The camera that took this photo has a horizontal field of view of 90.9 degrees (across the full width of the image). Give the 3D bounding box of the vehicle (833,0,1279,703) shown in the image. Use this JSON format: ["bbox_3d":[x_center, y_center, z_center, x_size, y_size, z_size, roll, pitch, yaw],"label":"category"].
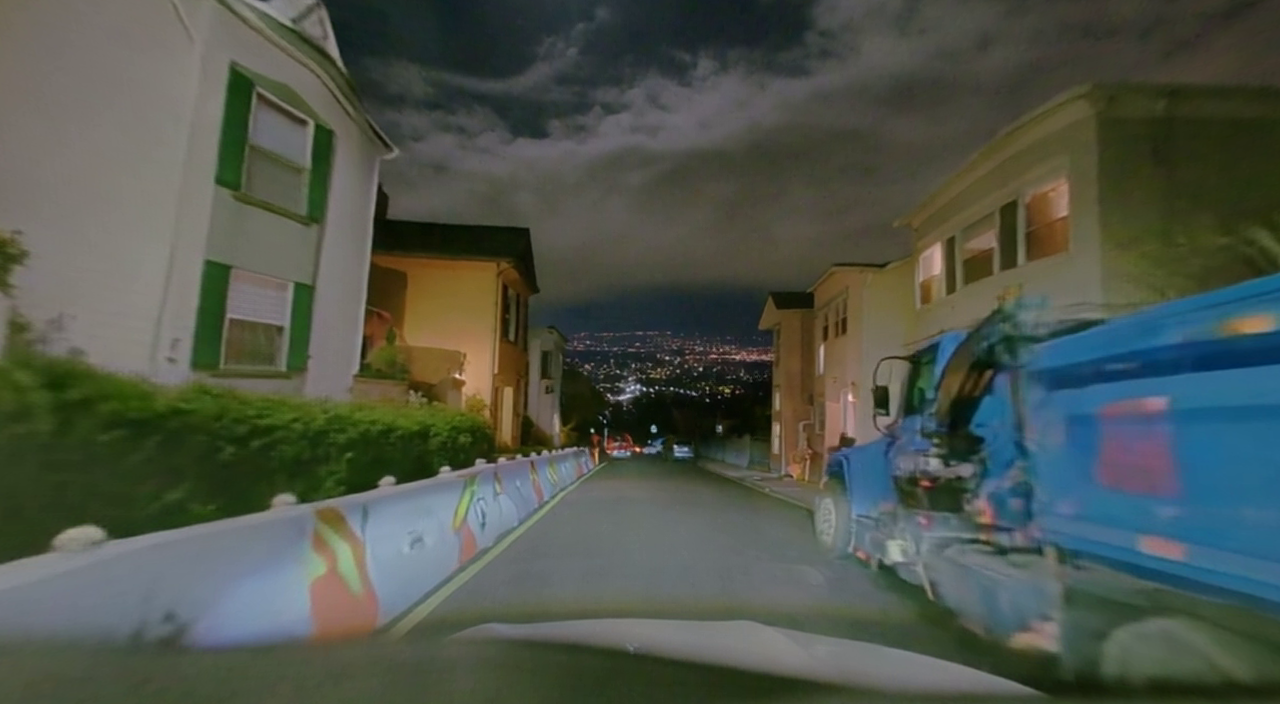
[{"bbox_3d":[3.245,0.335,2.317,2.879,2.801,6.142,0,-8,-2],"label":"vehicle"}]

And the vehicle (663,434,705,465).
[{"bbox_3d":[2.628,5.950,38.774,2.066,1.739,4.234,0,-8,-3],"label":"vehicle"}]
